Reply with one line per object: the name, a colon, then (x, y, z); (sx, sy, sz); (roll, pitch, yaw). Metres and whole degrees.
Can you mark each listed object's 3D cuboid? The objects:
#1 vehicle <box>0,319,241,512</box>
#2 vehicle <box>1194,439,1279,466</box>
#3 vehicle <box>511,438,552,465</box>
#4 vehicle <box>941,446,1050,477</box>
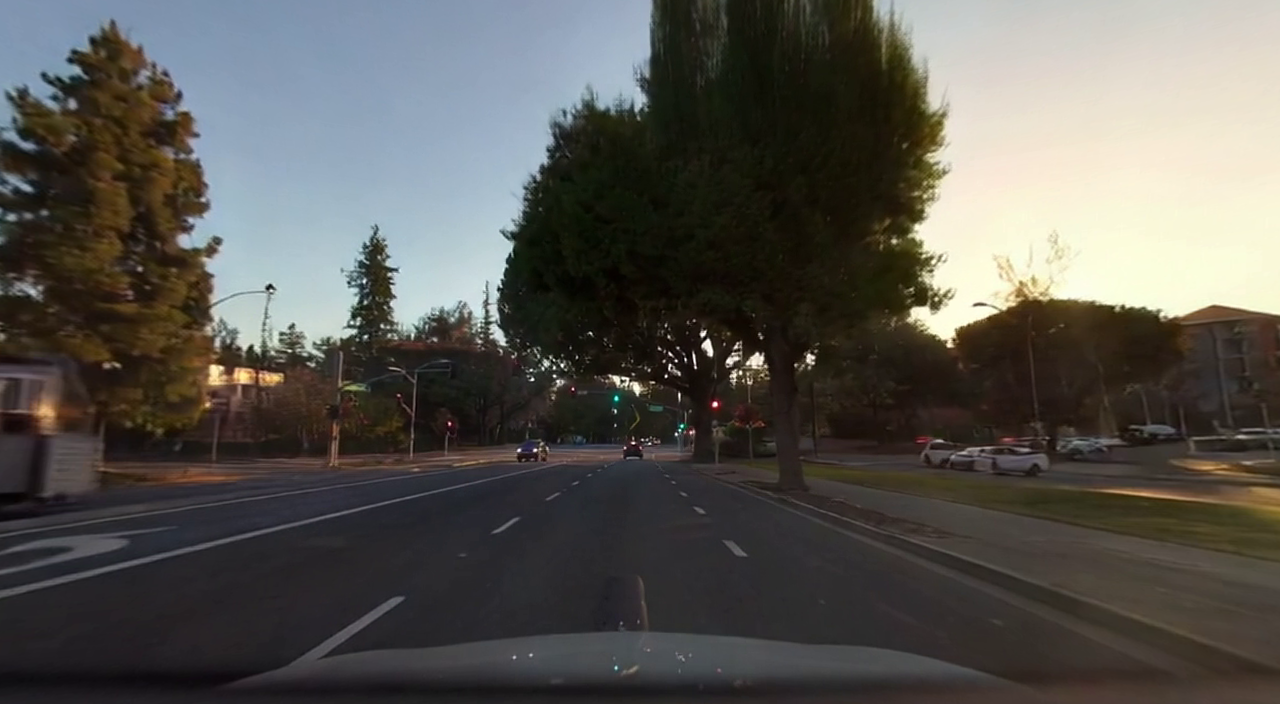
vehicle: (-15.189, 1.333, 13.297); (2.978, 4.087, 16.920); (0, -8, -1)
vehicle: (34.215, 5.577, 35.111); (4.593, 1.460, 1.926); (-3, -9, 16)
vehicle: (-7.115, 6.555, 41.924); (1.946, 1.680, 4.203); (0, -8, 0)
vehicle: (18.299, 5.647, 32.732); (4.455, 1.475, 1.971); (-2, -9, 14)
